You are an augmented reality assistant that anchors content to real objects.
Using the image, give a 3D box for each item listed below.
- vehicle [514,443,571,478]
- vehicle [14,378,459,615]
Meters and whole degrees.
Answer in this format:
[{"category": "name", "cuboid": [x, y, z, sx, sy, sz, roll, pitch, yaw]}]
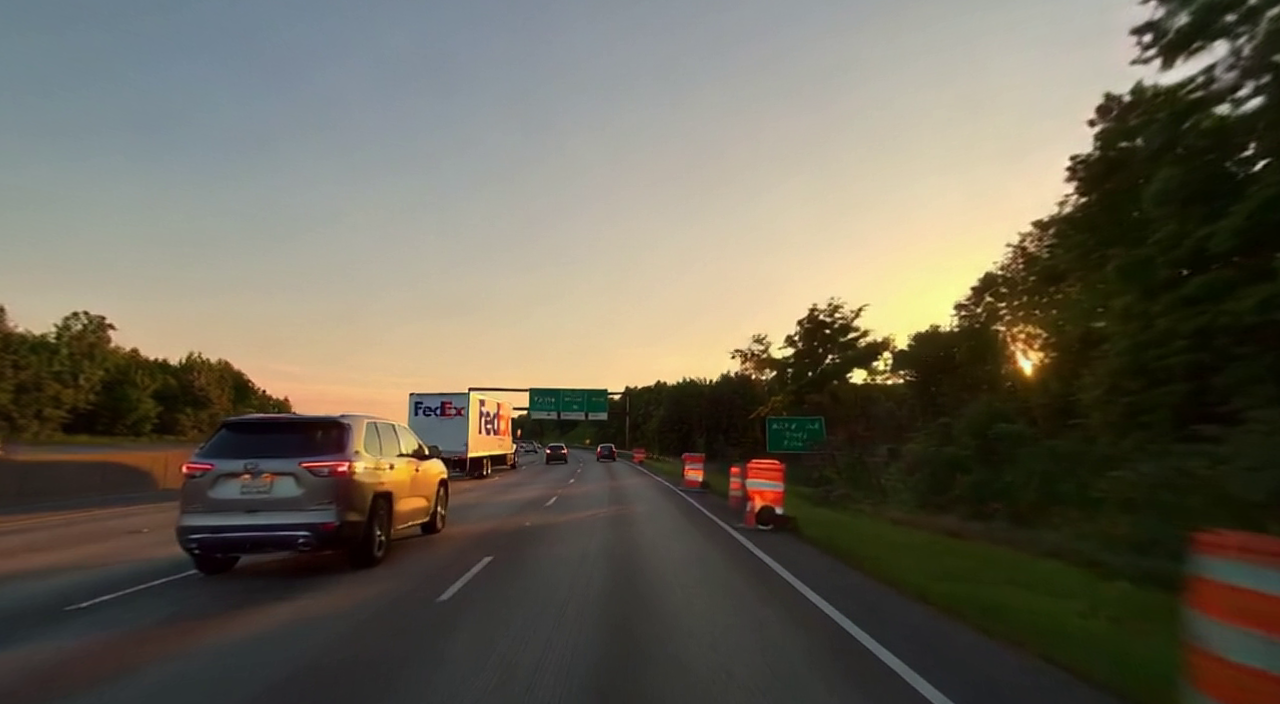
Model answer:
[{"category": "vehicle", "cuboid": [-4.461, 5.036, 29.588, 2.192, 1.478, 4.591, 0, -9, -3]}, {"category": "vehicle", "cuboid": [-3.897, 1.490, 7.442, 2.170, 1.886, 4.628, 0, -9, -1]}]
